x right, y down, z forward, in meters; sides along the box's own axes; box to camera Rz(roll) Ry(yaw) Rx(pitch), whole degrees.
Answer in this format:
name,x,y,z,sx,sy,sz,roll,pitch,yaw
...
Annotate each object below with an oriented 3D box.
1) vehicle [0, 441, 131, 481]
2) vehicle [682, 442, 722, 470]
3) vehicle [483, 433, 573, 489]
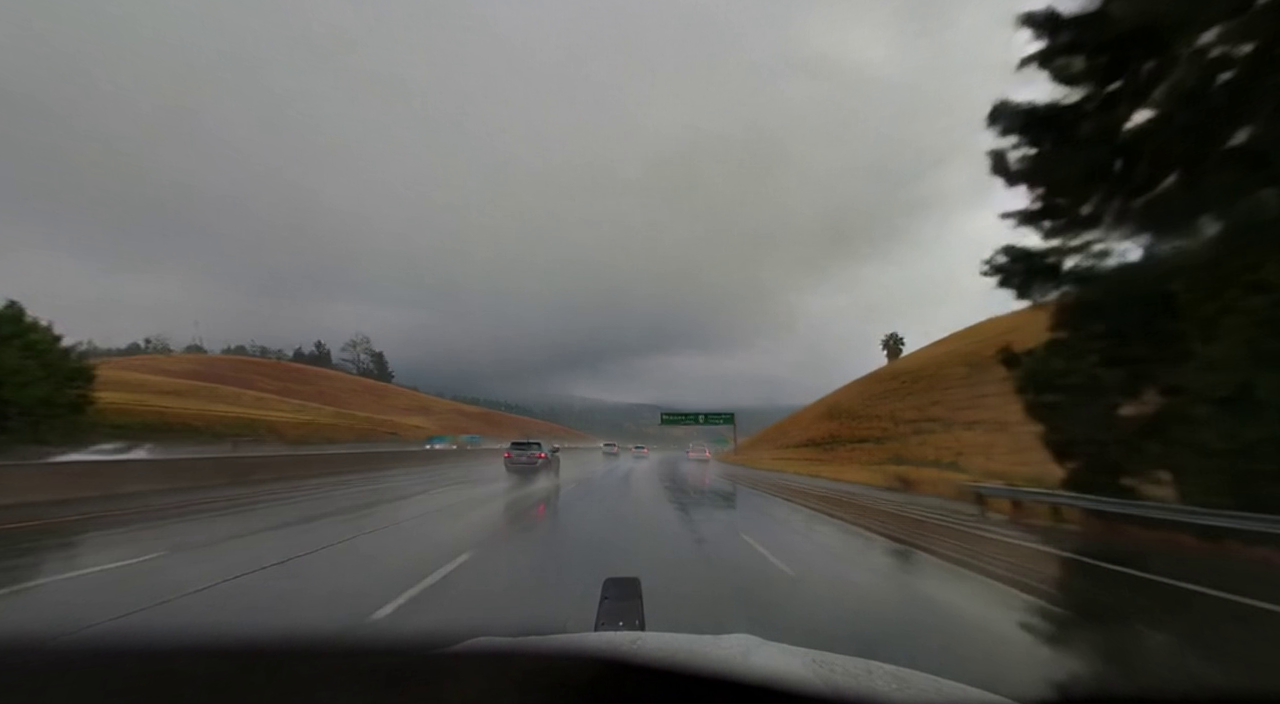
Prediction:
name,x,y,z,sx,sy,sz,roll,pitch,yaw
vehicle,-25.372,4.752,27.850,2.010,1.580,4.522,0,-8,1
vehicle,4.172,7.073,43.151,2.164,1.788,4.500,0,-8,-1
vehicle,-3.674,3.676,21.703,2.166,1.700,4.661,0,-9,1
